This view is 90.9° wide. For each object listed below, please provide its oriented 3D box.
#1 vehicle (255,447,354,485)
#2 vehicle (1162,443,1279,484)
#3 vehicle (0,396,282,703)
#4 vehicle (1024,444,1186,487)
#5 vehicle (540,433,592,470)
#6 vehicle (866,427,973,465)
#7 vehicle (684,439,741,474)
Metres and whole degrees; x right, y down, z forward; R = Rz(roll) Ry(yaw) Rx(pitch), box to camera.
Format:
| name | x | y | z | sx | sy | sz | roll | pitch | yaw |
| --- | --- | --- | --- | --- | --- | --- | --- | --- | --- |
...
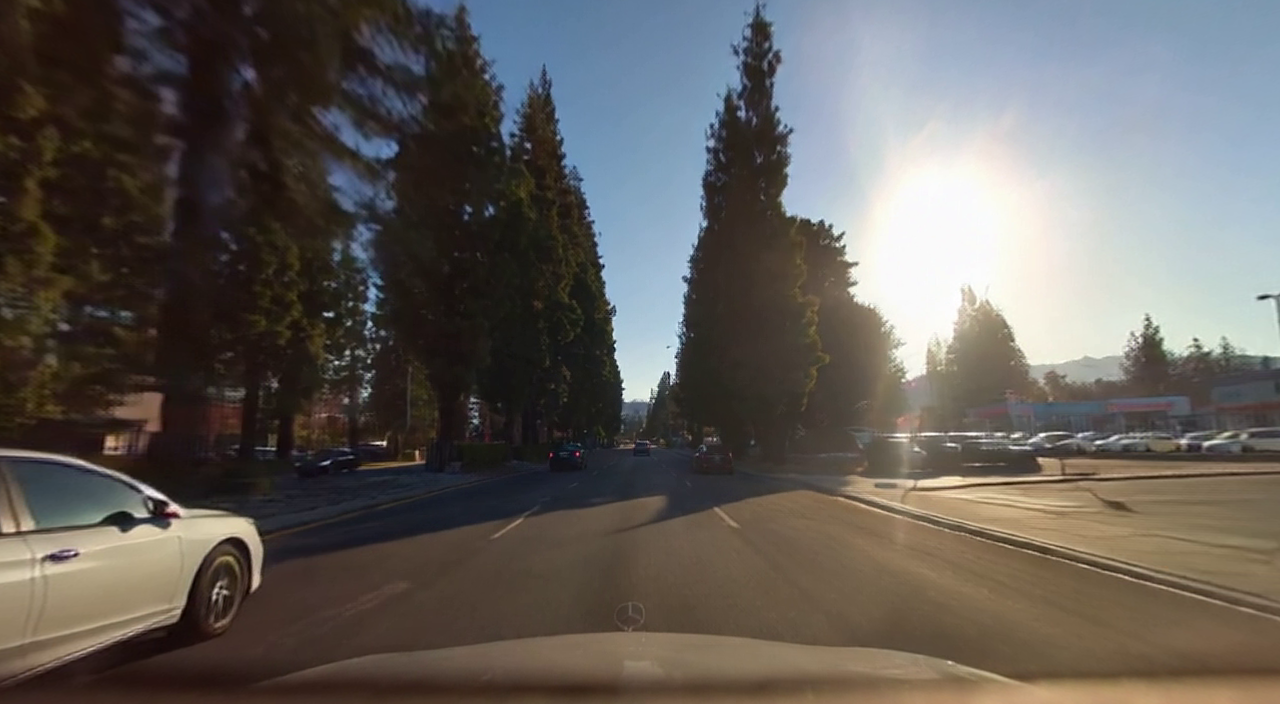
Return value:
| name | x | y | z | sx | sy | sz | roll | pitch | yaw |
| --- | --- | --- | --- | --- | --- | --- | --- | --- | --- |
| vehicle | -14.705 | 4.980 | 27.947 | 1.977 | 1.491 | 4.496 | 0 | -8 | -1 |
| vehicle | 22.409 | 4.141 | 23.557 | 4.344 | 1.433 | 1.784 | 1 | -8 | -5 |
| vehicle | -4.004 | 0.933 | 2.644 | 1.988 | 1.530 | 5.155 | 0 | -8 | 0 |
| vehicle | 16.765 | 4.069 | 22.816 | 4.717 | 1.461 | 1.874 | 2 | -9 | -10 |
| vehicle | -3.623 | 4.977 | 31.688 | 2.051 | 1.747 | 4.370 | 0 | -8 | 1 |
| vehicle | 14.050 | 4.758 | 32.040 | 2.097 | 1.779 | 4.720 | 4 | -9 | -24 |
| vehicle | 3.254 | 4.767 | 29.090 | 2.010 | 1.486 | 4.498 | 0 | -8 | -1 |
